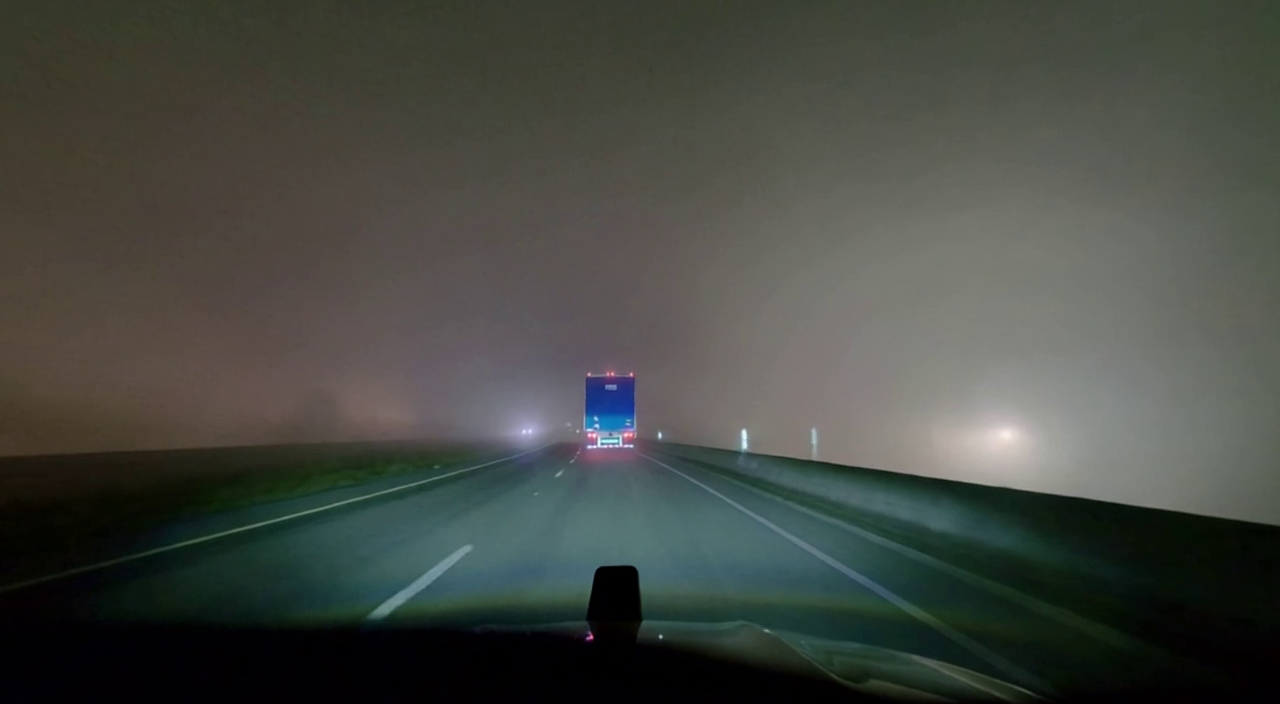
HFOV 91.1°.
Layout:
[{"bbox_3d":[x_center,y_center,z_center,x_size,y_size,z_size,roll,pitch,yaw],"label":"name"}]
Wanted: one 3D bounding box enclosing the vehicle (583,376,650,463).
[{"bbox_3d":[-1.343,3.768,34.130,3.023,3.965,10.402,0,-8,-3],"label":"vehicle"}]
